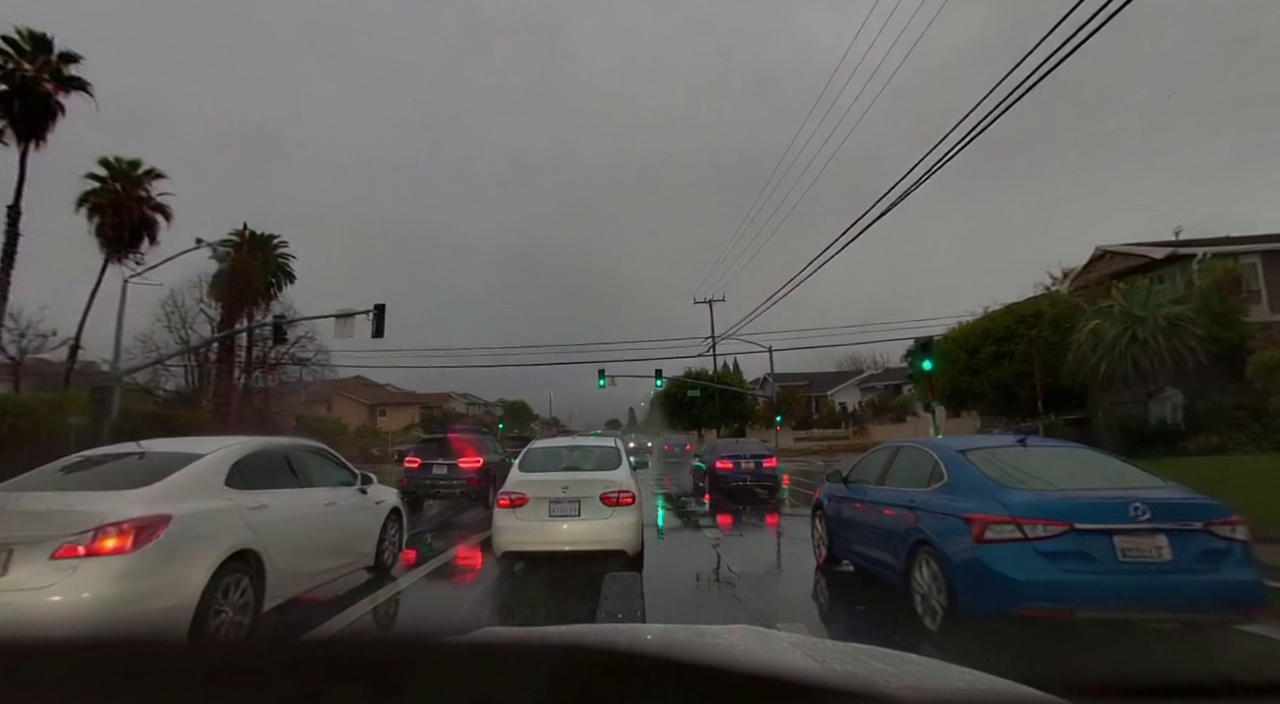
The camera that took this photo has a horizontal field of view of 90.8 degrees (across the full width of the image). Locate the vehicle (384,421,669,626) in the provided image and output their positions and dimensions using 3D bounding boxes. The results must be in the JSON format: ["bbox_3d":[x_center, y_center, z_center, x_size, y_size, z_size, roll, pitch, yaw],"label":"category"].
[{"bbox_3d":[-0.873,1.564,6.681,2.104,1.500,3.815,0,-9,-1],"label":"vehicle"}]

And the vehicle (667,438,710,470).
[{"bbox_3d":[2.761,5.909,36.824,2.063,1.750,4.410,0,-9,-1],"label":"vehicle"}]

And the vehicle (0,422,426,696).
[{"bbox_3d":[-3.679,1.461,5.725,2.058,1.474,4.473,0,-9,-2],"label":"vehicle"}]

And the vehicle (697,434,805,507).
[{"bbox_3d":[2.680,2.965,16.316,1.956,1.615,4.205,0,-9,-1],"label":"vehicle"}]

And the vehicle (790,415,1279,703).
[{"bbox_3d":[2.795,1.361,5.229,2.014,1.464,4.312,0,-8,0],"label":"vehicle"}]
